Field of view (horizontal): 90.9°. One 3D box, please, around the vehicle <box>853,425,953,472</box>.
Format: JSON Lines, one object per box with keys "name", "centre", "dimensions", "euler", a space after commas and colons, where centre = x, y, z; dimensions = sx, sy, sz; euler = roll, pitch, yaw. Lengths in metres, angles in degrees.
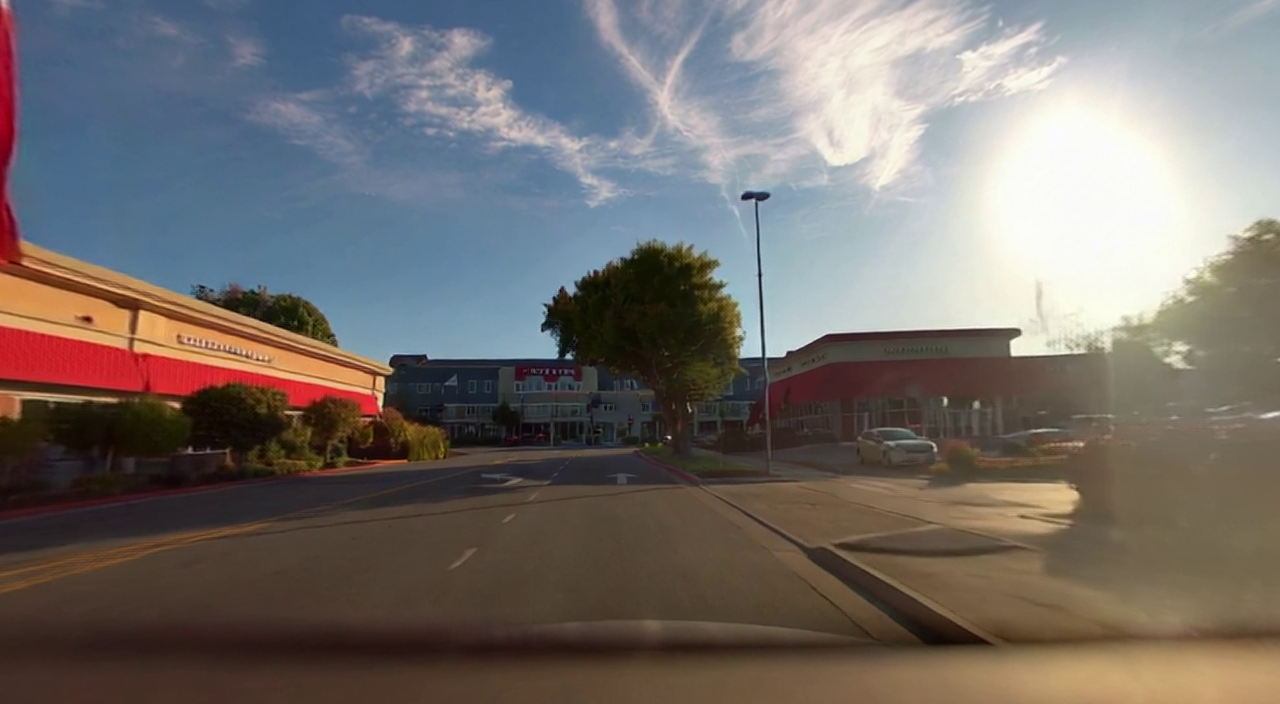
{"name": "vehicle", "centre": [9.222, 3.391, 22.422], "dimensions": [1.769, 1.516, 3.520], "euler": [1, -8, -6]}
